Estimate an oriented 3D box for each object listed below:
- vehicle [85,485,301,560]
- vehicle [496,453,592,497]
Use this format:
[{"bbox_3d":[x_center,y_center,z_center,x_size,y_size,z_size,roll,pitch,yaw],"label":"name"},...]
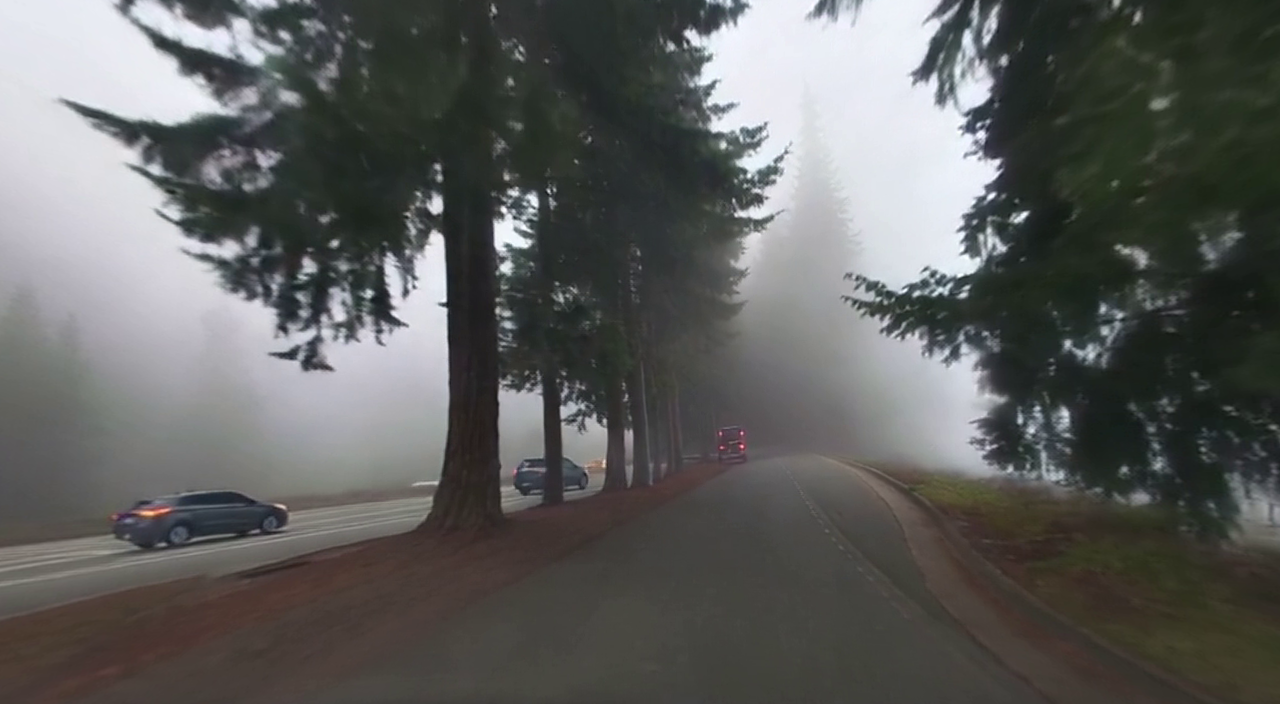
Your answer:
[{"bbox_3d":[-12.736,4.826,18.437,1.886,1.535,4.742,-4,-9,24],"label":"vehicle"},{"bbox_3d":[-4.164,5.414,28.272,2.049,1.699,4.860,-4,-9,21],"label":"vehicle"}]
